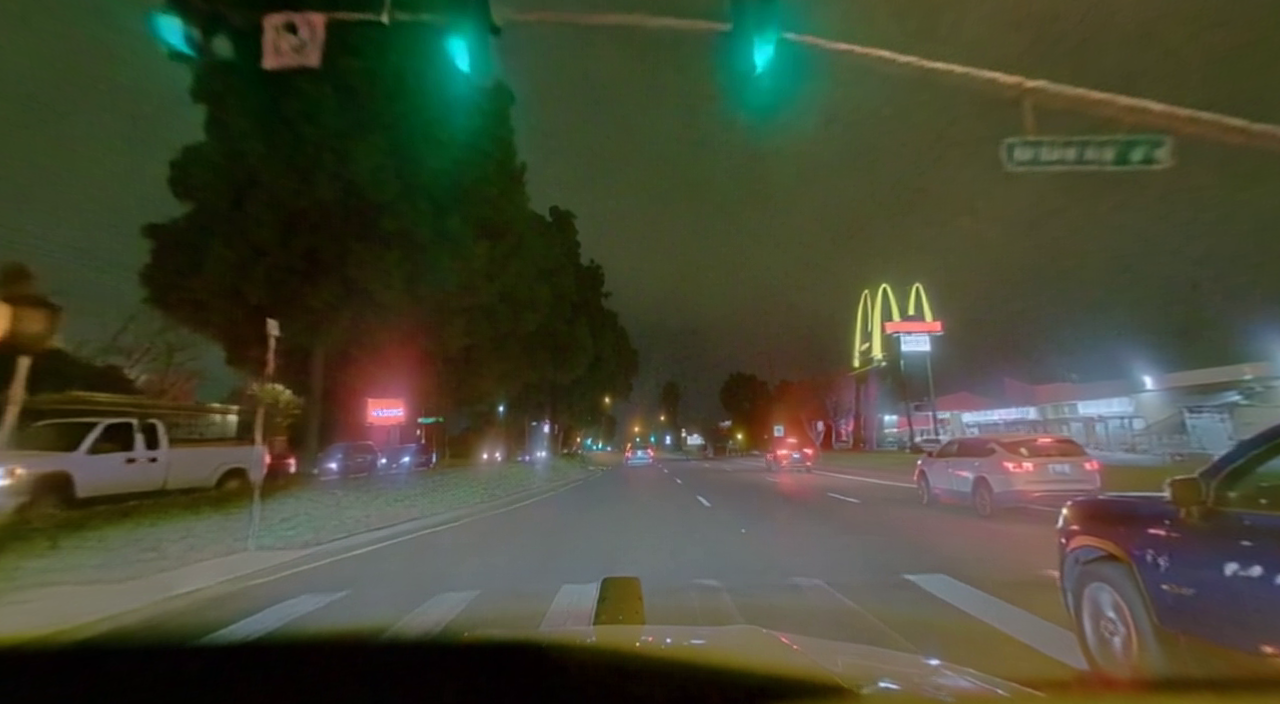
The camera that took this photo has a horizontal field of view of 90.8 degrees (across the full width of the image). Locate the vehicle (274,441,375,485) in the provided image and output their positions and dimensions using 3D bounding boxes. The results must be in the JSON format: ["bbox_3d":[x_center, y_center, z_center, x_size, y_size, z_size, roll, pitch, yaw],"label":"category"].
[{"bbox_3d":[-14.455,5.089,29.331,2.242,1.836,4.811,0,-8,-1],"label":"vehicle"}]

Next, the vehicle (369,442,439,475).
[{"bbox_3d":[-14.046,6.334,37.975,2.159,1.836,5.038,0,-8,1],"label":"vehicle"}]

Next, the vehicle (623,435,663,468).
[{"bbox_3d":[0.157,6.246,39.696,2.402,1.938,4.535,0,-8,-1],"label":"vehicle"}]

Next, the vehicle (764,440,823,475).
[{"bbox_3d":[7.209,4.990,30.054,1.879,1.517,4.006,0,-8,1],"label":"vehicle"}]

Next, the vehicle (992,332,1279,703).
[{"bbox_3d":[3.459,0.741,2.054,2.076,1.716,4.416,0,-8,0],"label":"vehicle"}]

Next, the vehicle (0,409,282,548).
[{"bbox_3d":[-10.465,2.293,12.302,2.909,1.956,6.908,0,-8,1],"label":"vehicle"}]
